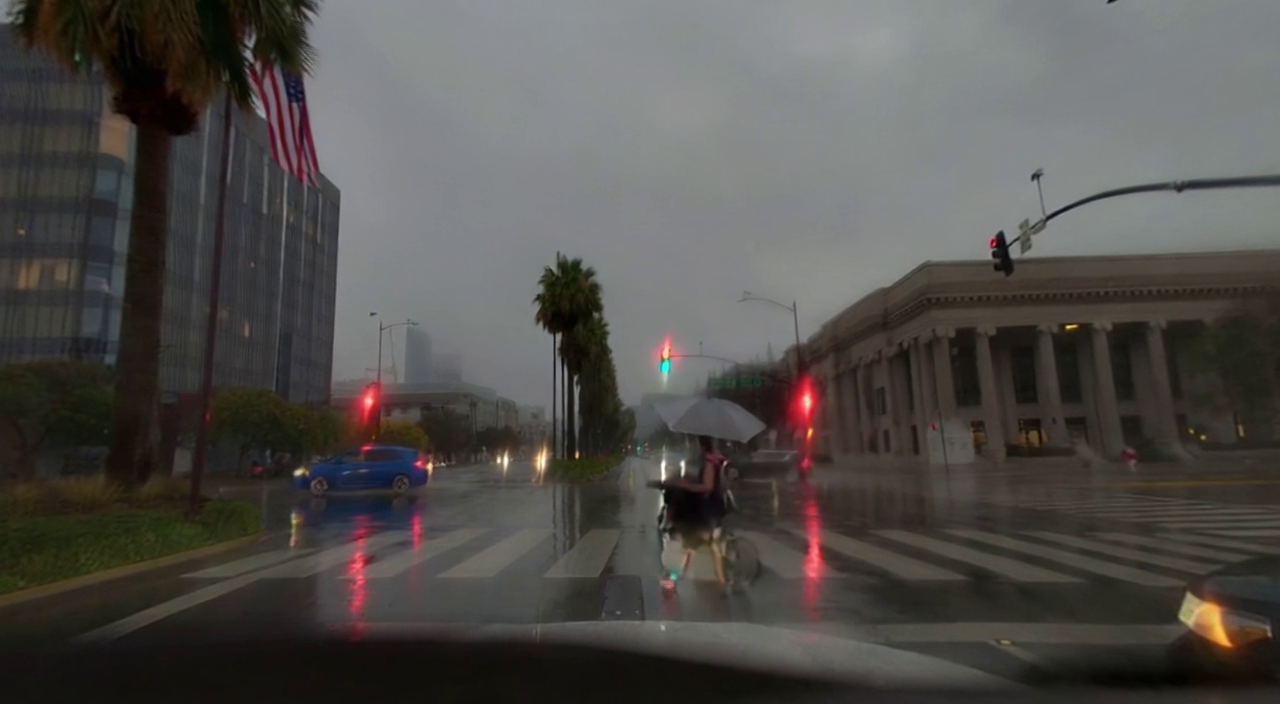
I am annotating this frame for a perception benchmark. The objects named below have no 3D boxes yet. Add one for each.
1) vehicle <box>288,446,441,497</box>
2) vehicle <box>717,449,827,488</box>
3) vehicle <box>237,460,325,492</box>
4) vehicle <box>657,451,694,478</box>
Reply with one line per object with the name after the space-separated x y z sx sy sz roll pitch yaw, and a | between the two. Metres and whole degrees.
-9.200 4.005 21.535 4.499 1.594 1.898 2 -9 -15 | vehicle
5.762 5.066 27.864 4.273 1.525 2.000 -8 -12 43 | vehicle
-19.954 6.864 35.397 2.069 1.540 4.774 0 -8 0 | vehicle
2.530 8.252 46.663 2.325 1.810 4.827 0 -8 -2 | vehicle
